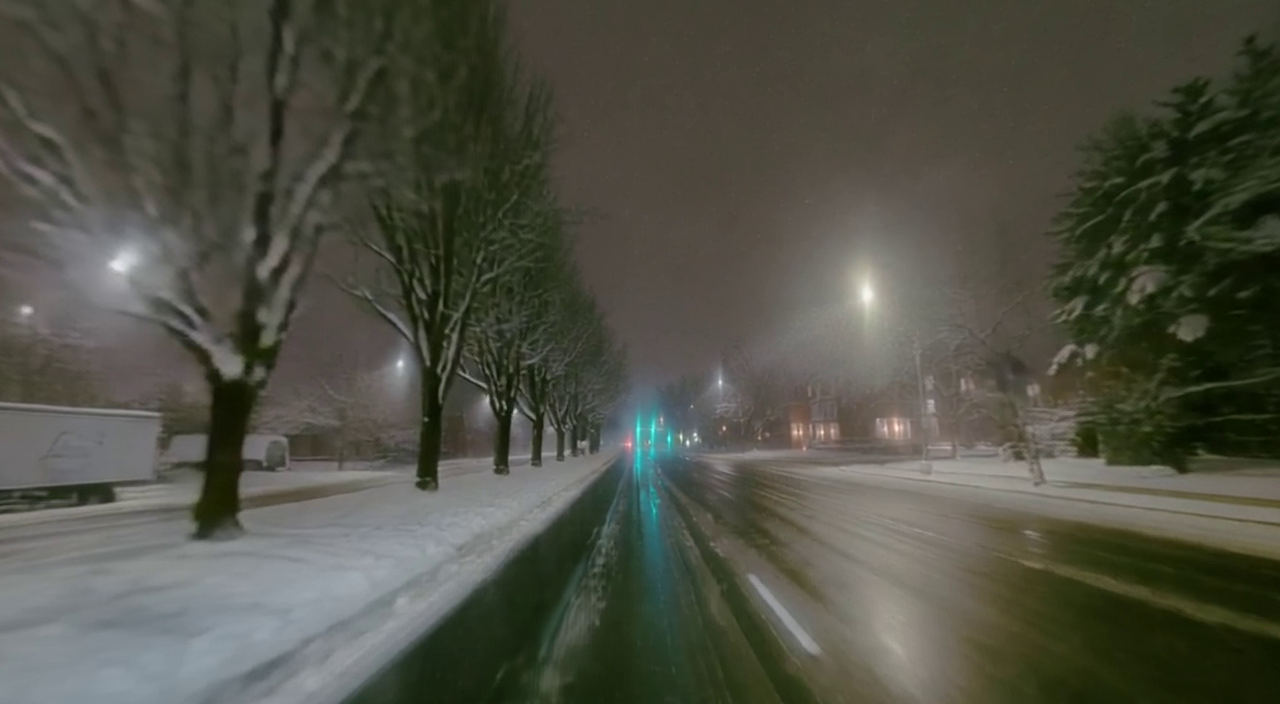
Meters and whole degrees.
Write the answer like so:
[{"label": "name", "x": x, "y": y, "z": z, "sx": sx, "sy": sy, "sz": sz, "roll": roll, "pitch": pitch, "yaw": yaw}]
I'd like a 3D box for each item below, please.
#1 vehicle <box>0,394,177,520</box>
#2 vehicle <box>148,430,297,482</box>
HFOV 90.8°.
[{"label": "vehicle", "x": -19.509, "y": 3.221, "z": 19.559, "sx": 2.866, "sy": 3.528, "sz": 9.798, "roll": 0, "pitch": -9, "yaw": 0}, {"label": "vehicle", "x": -28.915, "y": 7.241, "z": 43.931, "sx": 8.492, "sy": 3.055, "sz": 3.116, "roll": -4, "pitch": -9, "yaw": 6}]
